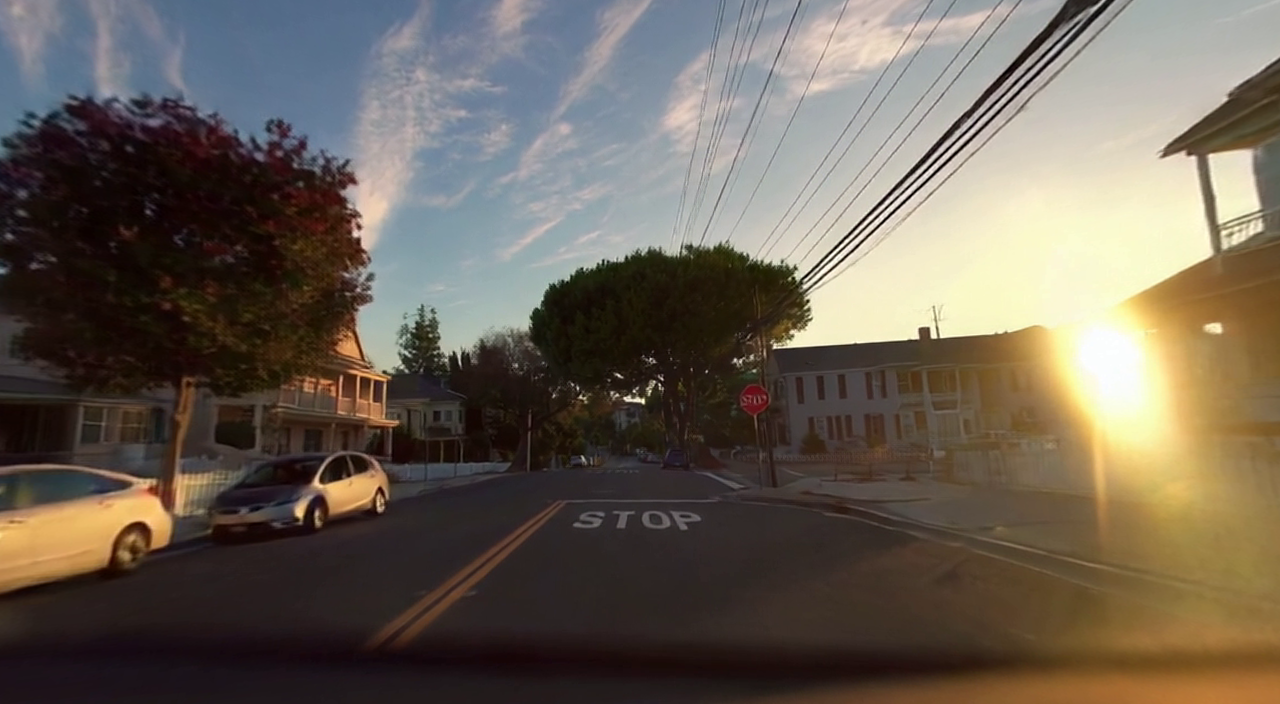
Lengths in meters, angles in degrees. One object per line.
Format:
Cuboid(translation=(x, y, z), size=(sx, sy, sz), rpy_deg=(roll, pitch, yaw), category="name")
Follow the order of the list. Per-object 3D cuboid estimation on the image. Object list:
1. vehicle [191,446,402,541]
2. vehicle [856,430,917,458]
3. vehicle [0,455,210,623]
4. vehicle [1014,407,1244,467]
Cuboid(translation=(-6.726, 2.759, 13.014), size=(2.026, 1.560, 4.062), rpy_deg=(-2, -9, 1), category="vehicle")
Cuboid(translation=(15.676, 5.905, 40.415), size=(2.025, 1.689, 4.342), rpy_deg=(0, -8, -2), category="vehicle")
Cuboid(translation=(-6.877, 1.811, 6.306), size=(2.056, 1.481, 4.451), rpy_deg=(0, -8, -1), category="vehicle")
Cuboid(translation=(16.723, 2.967, 21.914), size=(6.022, 1.953, 2.250), rpy_deg=(0, -9, 0), category="vehicle")
